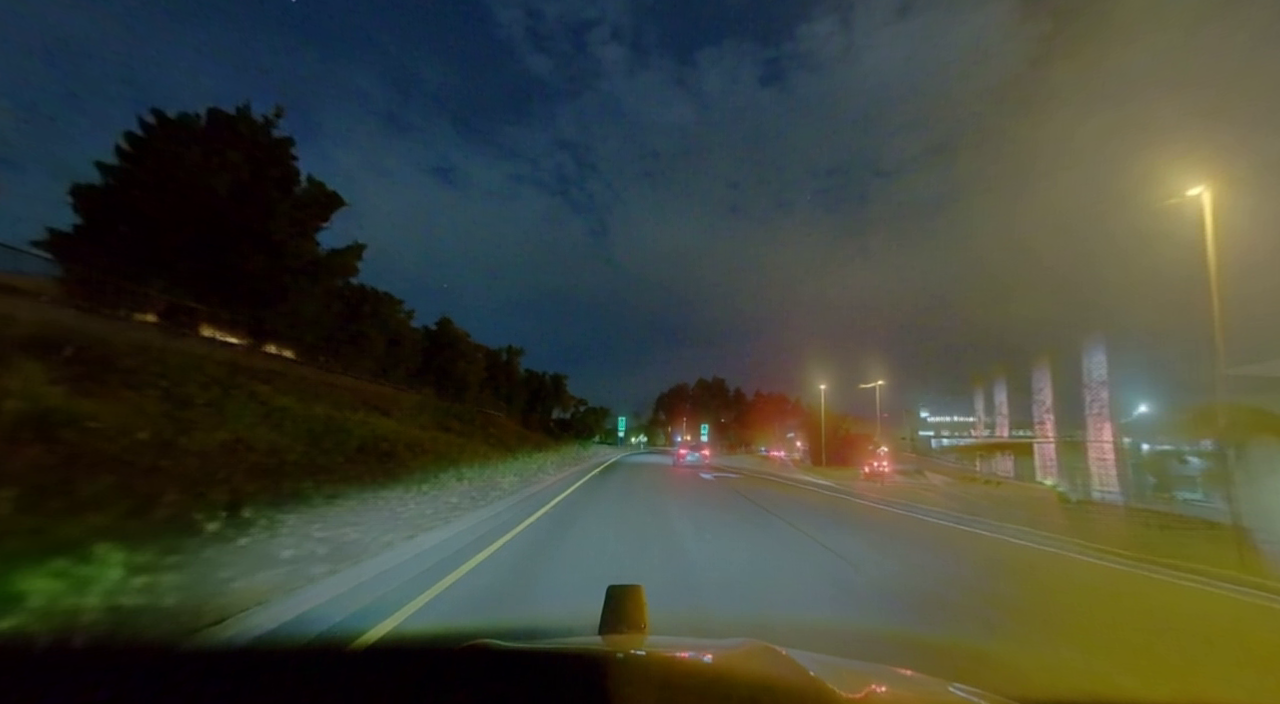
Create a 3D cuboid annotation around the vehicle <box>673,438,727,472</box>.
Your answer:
[{"bbox_3d":[2.706,4.764,29.491,1.956,1.473,4.640,0,-8,-1],"label":"vehicle"}]
